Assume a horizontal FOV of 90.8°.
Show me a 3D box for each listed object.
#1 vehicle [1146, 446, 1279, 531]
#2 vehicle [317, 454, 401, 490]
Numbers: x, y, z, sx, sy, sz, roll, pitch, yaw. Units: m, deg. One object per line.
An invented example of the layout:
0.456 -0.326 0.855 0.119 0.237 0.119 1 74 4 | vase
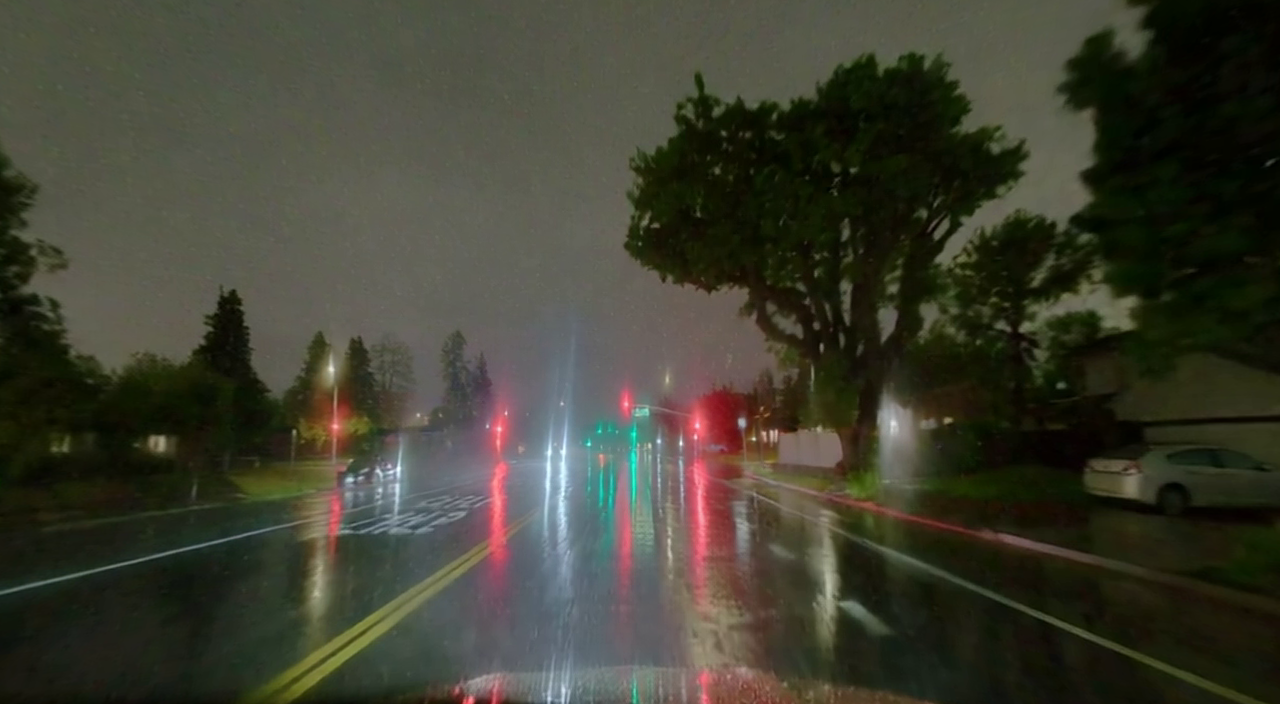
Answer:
12.437 2.428 11.563 4.539 1.404 2.008 -1 -9 2 | vehicle
-12.912 5.505 29.350 1.851 1.482 4.443 0 -9 0 | vehicle
